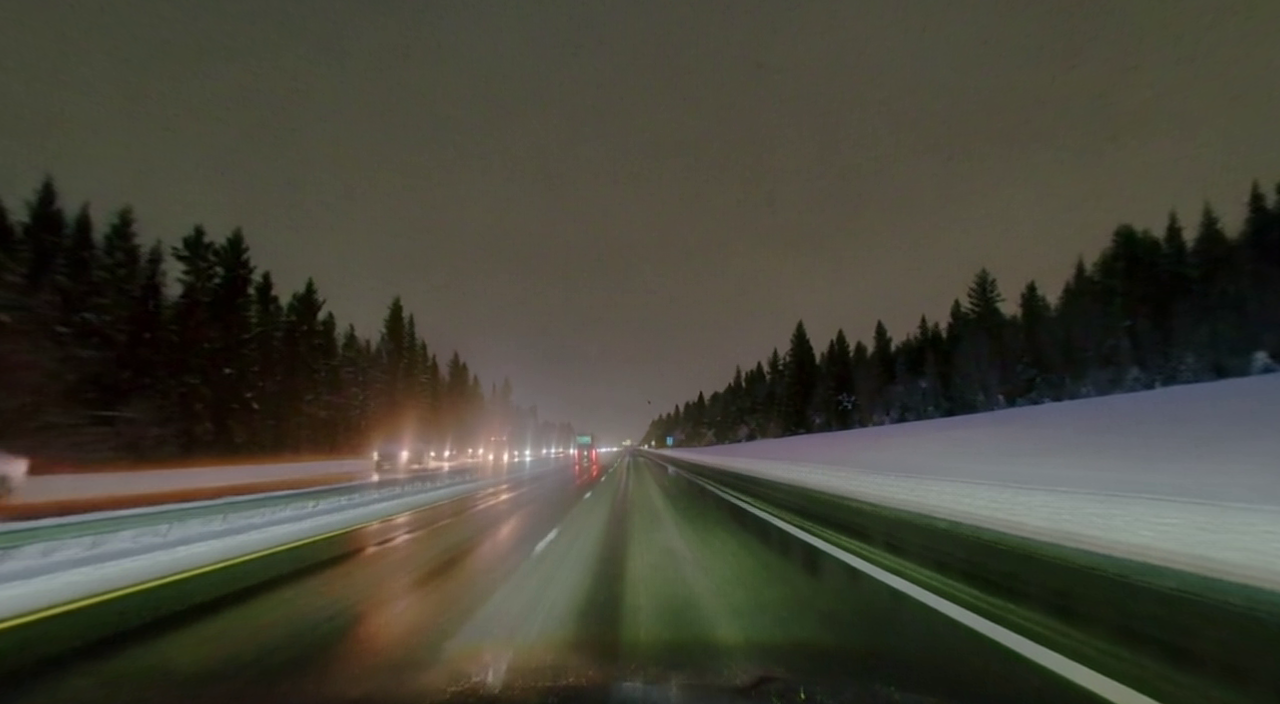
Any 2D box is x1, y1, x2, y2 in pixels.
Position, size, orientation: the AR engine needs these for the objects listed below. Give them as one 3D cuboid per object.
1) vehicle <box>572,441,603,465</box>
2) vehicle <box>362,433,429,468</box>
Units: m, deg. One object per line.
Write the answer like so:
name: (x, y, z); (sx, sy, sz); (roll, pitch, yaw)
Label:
vehicle: (-3.991, 7.736, 48.132); (2.098, 1.692, 4.038); (0, -9, 0)
vehicle: (-14.789, 5.983, 38.229); (2.109, 1.954, 4.790); (-1, -9, 1)
